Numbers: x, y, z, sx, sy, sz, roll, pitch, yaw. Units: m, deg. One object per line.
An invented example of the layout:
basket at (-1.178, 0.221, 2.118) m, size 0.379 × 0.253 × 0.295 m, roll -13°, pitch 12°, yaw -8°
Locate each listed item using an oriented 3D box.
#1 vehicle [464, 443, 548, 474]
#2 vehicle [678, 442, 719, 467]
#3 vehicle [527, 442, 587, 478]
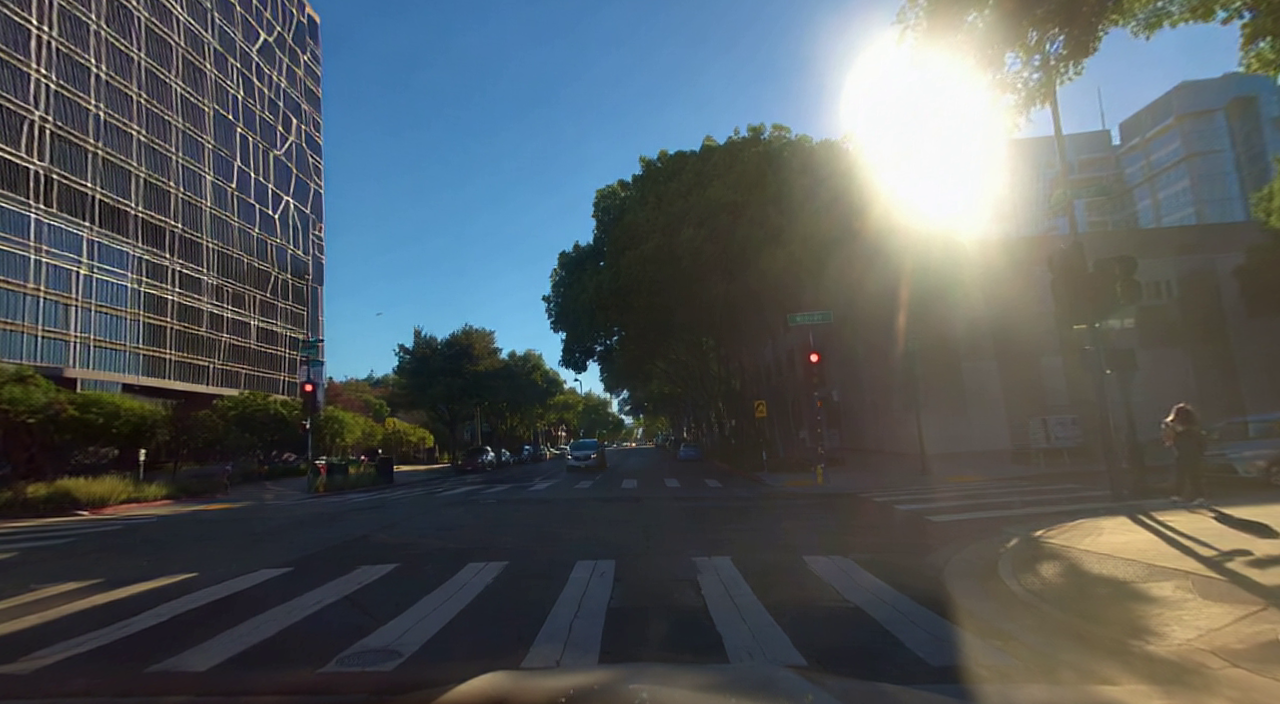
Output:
vehicle at (-8.021, 6.366, 38.019) m, size 4.526 × 1.726 × 1.963 m, roll 8°, pitch -12°, yaw -44°
vehicle at (3.539, 6.275, 38.859) m, size 1.853 × 1.426 × 4.160 m, roll 1°, pitch -8°, yaw -3°
vehicle at (-3.666, 4.847, 28.637) m, size 1.989 × 1.481 × 4.500 m, roll 0°, pitch -8°, yaw 1°
